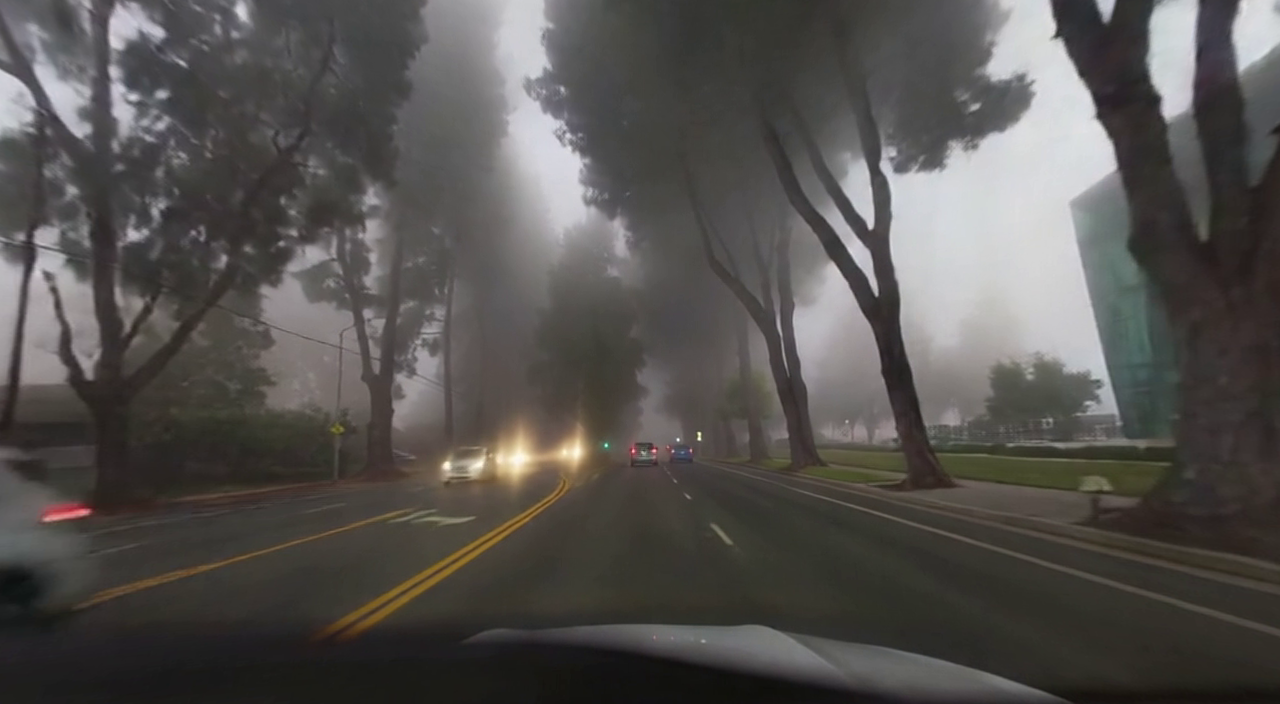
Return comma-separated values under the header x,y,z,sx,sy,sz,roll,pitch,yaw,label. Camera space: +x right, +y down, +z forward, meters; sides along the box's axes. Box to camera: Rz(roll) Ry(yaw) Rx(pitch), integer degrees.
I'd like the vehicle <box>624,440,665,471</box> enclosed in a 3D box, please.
x,y,z,sx,sy,sz,roll,pitch,yaw,label
0.220,5.717,35.112,2.109,1.612,3.963,0,-8,0,vehicle

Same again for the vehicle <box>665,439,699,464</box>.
x,y,z,sx,sy,sz,roll,pitch,yaw,label
3.154,7.566,48.169,2.189,1.766,4.495,0,-8,-1,vehicle

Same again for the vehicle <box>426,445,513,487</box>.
x,y,z,sx,sy,sz,roll,pitch,yaw,label
-6.616,4.477,25.111,2.081,1.477,4.760,0,-8,1,vehicle

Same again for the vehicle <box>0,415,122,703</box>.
x,y,z,sx,sy,sz,roll,pitch,yaw,label
-4.049,0.809,1.342,2.014,1.487,4.591,0,-8,-1,vehicle
